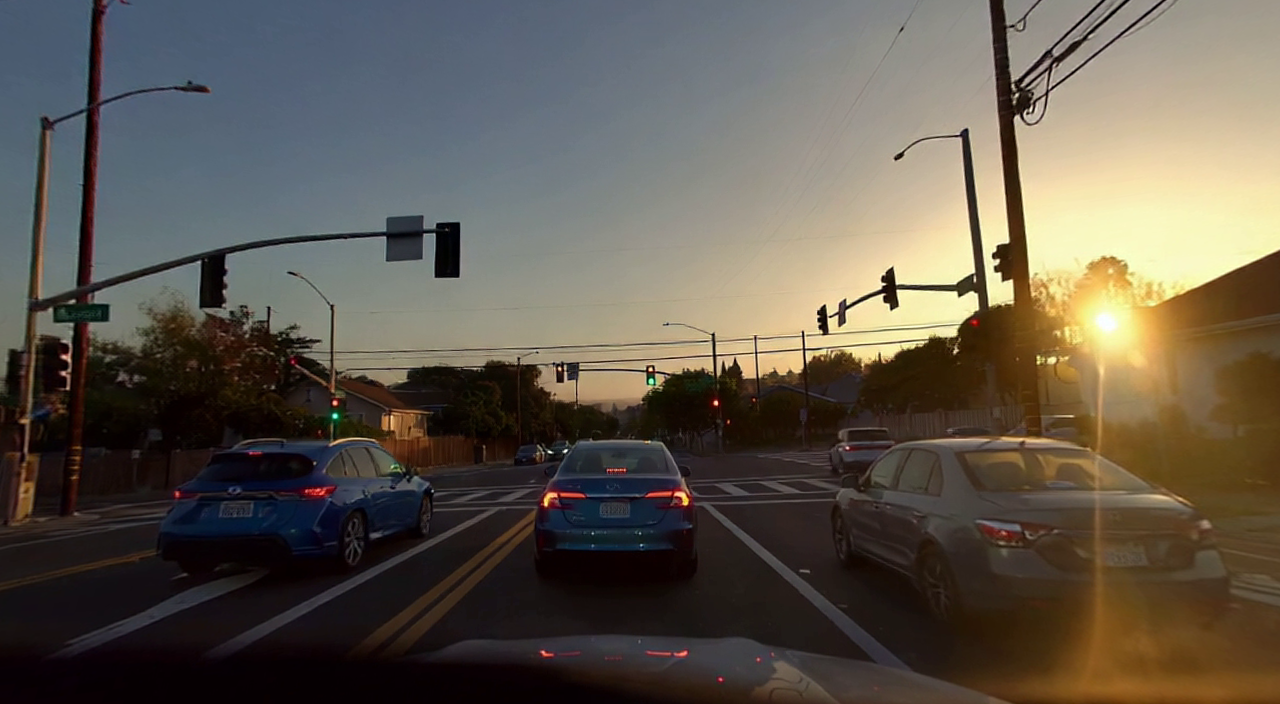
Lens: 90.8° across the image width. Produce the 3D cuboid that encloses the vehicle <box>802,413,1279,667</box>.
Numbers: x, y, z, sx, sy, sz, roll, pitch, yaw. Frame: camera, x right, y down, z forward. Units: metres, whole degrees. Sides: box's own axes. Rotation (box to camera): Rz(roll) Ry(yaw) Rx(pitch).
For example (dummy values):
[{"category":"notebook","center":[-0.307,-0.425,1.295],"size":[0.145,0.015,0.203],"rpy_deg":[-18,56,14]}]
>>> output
[{"category":"vehicle","center":[2.910,1.392,5.676],"size":[1.860,1.494,3.707],"rpy_deg":[0,-8,-1]}]

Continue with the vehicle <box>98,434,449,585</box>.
[{"category":"vehicle","center":[-4.356,1.904,8.572],"size":[2.106,1.492,4.312],"rpy_deg":[0,-8,1]}]

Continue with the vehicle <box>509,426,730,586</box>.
[{"category":"vehicle","center":[-0.224,1.754,8.071],"size":[2.061,1.485,4.196],"rpy_deg":[0,-8,-1]}]
